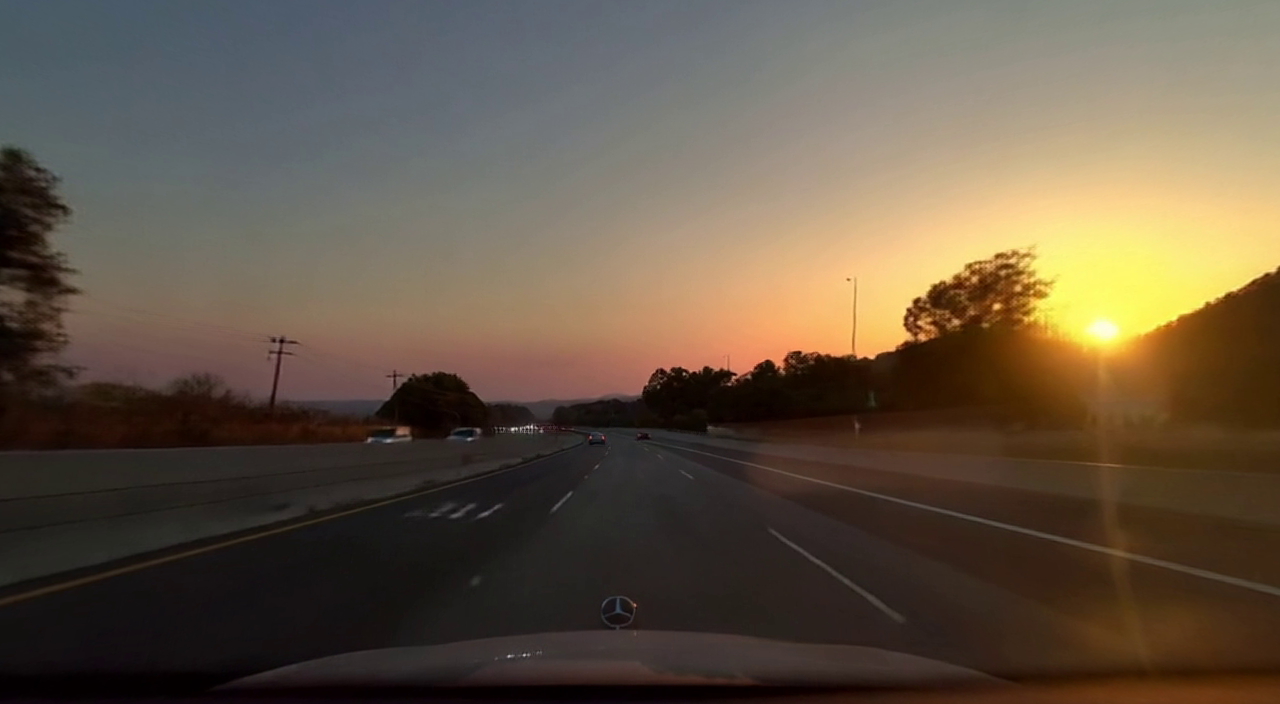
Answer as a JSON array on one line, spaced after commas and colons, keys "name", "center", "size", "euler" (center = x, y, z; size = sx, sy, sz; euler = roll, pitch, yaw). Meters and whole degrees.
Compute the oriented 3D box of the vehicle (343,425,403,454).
[{"name": "vehicle", "center": [-20.726, 6.830, 49.179], "size": [2.349, 2.112, 5.803], "euler": [0, -8, -2]}]
